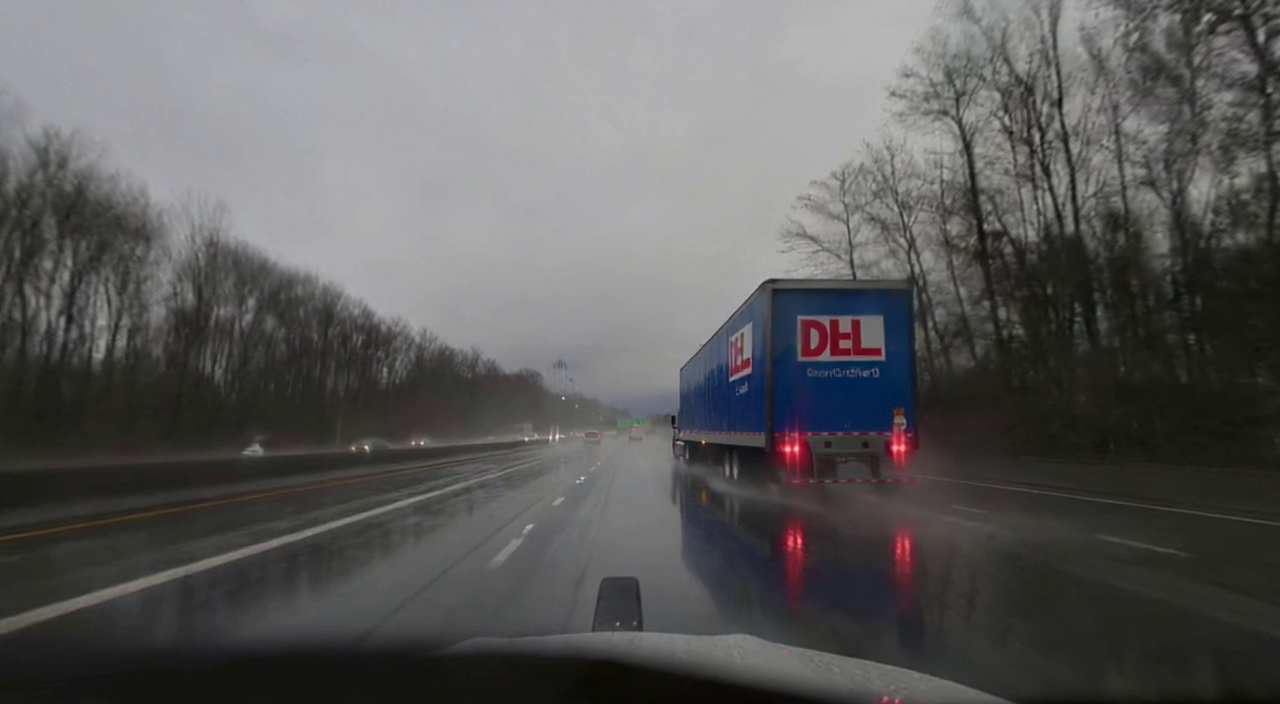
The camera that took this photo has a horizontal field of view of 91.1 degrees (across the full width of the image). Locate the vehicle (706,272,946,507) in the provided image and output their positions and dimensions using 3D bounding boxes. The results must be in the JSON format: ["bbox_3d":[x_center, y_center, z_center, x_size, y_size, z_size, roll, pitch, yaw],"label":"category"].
[{"bbox_3d":[3.772,1.215,15.730,3.011,4.211,8.926,0,-8,-1],"label":"vehicle"}]
